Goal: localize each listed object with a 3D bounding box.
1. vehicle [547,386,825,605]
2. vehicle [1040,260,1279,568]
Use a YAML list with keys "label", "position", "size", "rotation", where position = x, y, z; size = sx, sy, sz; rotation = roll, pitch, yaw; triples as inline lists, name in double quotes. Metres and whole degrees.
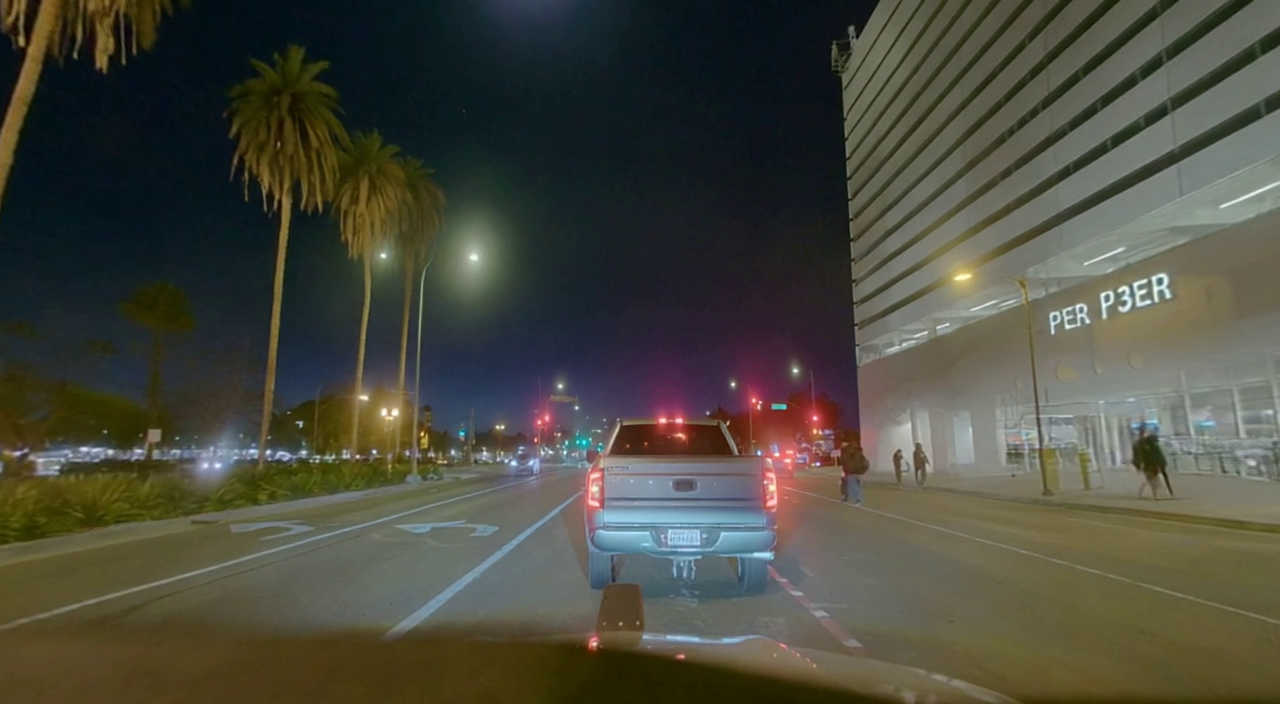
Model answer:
- label: "vehicle"
  position: [0.407, 1.586, 7.972]
  size: [2.311, 1.819, 5.255]
  rotation: [0, -8, 1]
- label: "vehicle"
  position: [7.913, 0.875, 8.586]
  size: [2.666, 3.345, 3.622]
  rotation: [-1, -9, 8]
